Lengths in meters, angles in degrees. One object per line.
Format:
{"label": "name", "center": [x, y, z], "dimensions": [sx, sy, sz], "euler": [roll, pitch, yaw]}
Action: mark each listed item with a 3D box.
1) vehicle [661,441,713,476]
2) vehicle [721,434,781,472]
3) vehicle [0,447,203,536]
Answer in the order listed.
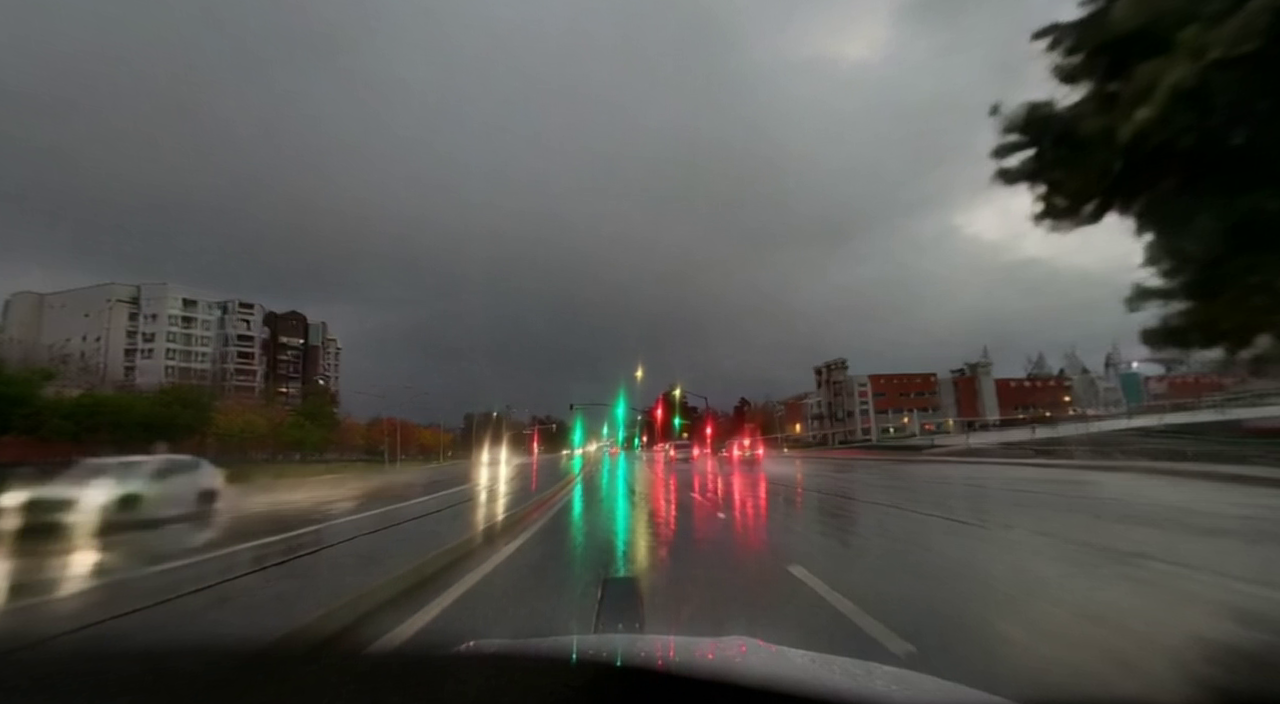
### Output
{"label": "vehicle", "center": [2.169, 5.076, 30.289], "dimensions": [1.917, 1.538, 4.259], "euler": [0, -9, -4]}
{"label": "vehicle", "center": [5.506, 5.088, 31.983], "dimensions": [1.946, 1.773, 4.641], "euler": [0, -9, -3]}
{"label": "vehicle", "center": [-12.492, 2.963, 14.182], "dimensions": [1.891, 1.633, 4.737], "euler": [0, -9, 1]}
